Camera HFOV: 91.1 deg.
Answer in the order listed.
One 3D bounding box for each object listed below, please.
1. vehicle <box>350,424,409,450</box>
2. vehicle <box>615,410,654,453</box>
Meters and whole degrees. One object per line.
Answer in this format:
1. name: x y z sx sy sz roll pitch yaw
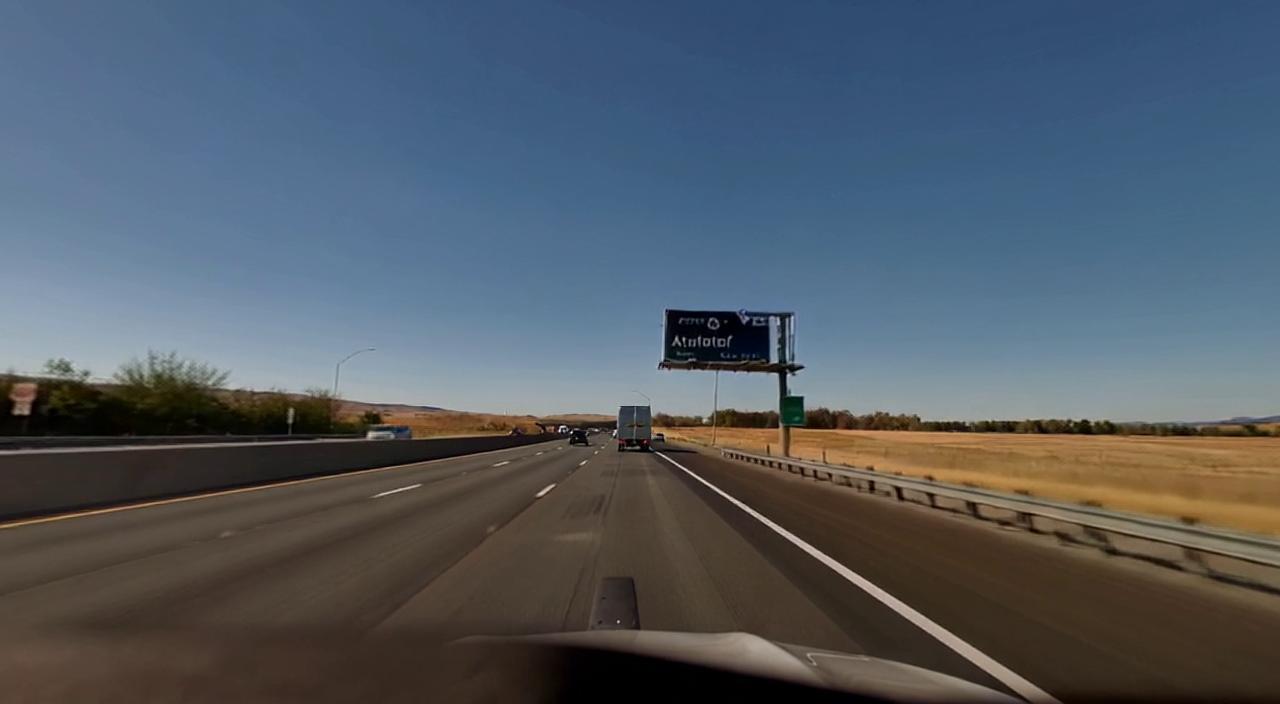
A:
1. vehicle: -15.684 5.144 38.055 1.900 1.447 3.883 0 -8 -1
2. vehicle: -0.475 5.549 43.636 2.418 2.704 6.445 0 -8 -2
